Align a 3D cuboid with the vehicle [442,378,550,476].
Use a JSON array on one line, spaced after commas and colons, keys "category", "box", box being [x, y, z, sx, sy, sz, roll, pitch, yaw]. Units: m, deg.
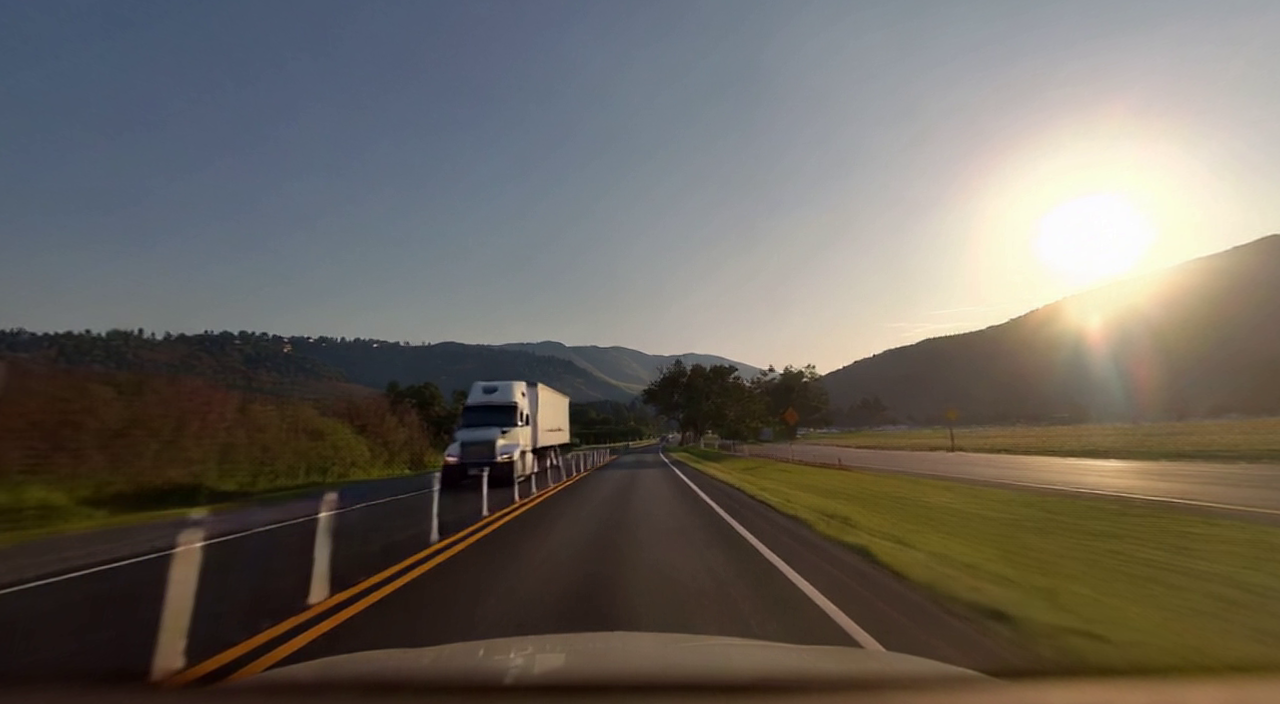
[{"category": "vehicle", "box": [-6.275, 3.456, 28.590, 3.460, 3.937, 5.736, -1, -8, 1]}]
